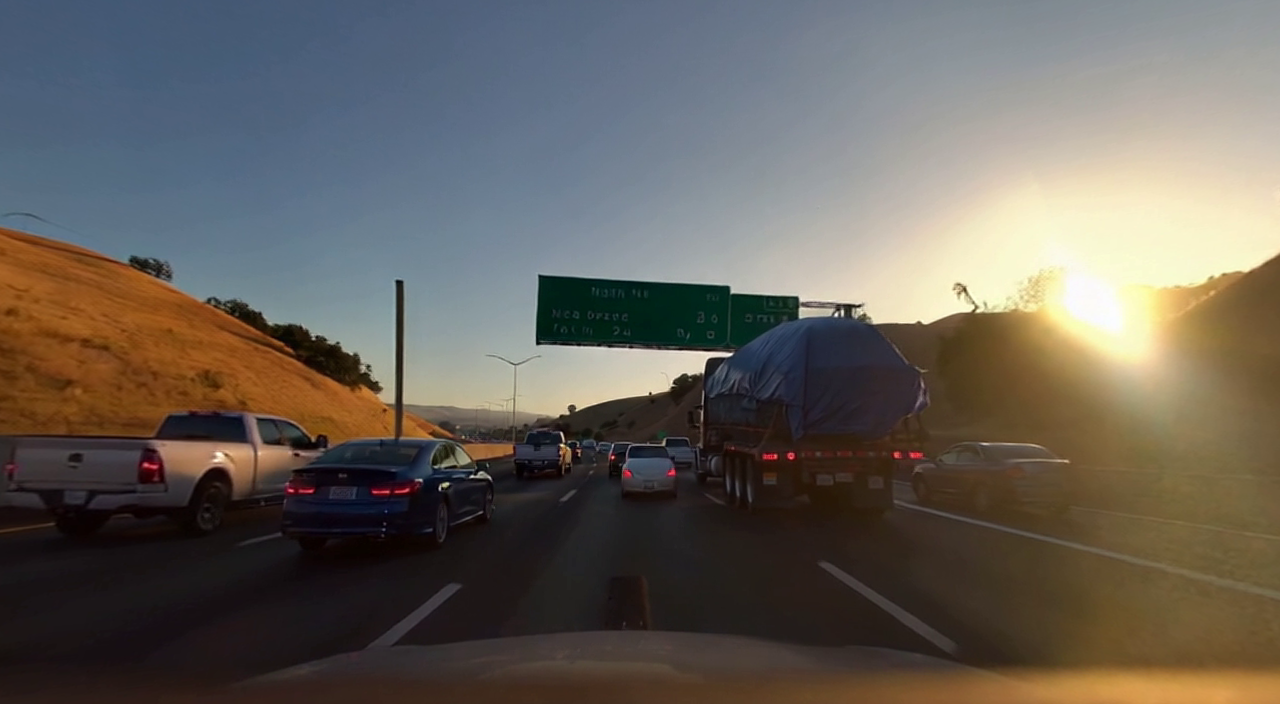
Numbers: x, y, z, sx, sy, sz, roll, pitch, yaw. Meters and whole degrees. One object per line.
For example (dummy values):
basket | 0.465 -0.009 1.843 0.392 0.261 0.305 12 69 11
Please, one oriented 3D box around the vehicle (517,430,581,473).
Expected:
vehicle | -4.061 4.541 29.027 2.348 1.821 5.061 0 -8 -2

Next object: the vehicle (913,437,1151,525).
vehicle | 7.686 2.522 13.025 2.092 1.495 4.194 0 -8 -2

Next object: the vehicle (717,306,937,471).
vehicle | 3.378 0.941 13.023 2.790 2.718 5.253 0 -8 -1

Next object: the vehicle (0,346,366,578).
vehicle | -7.550 1.594 9.909 3.150 2.303 7.133 0 -8 1

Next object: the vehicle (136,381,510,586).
vehicle | -3.502 1.602 8.616 2.318 1.902 5.374 0 -8 0

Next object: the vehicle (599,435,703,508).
vehicle | 0.169 2.722 14.897 2.105 1.471 3.978 0 -8 -2

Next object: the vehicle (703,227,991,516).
vehicle | 3.392 0.982 14.295 2.759 4.098 10.906 0 -8 0
